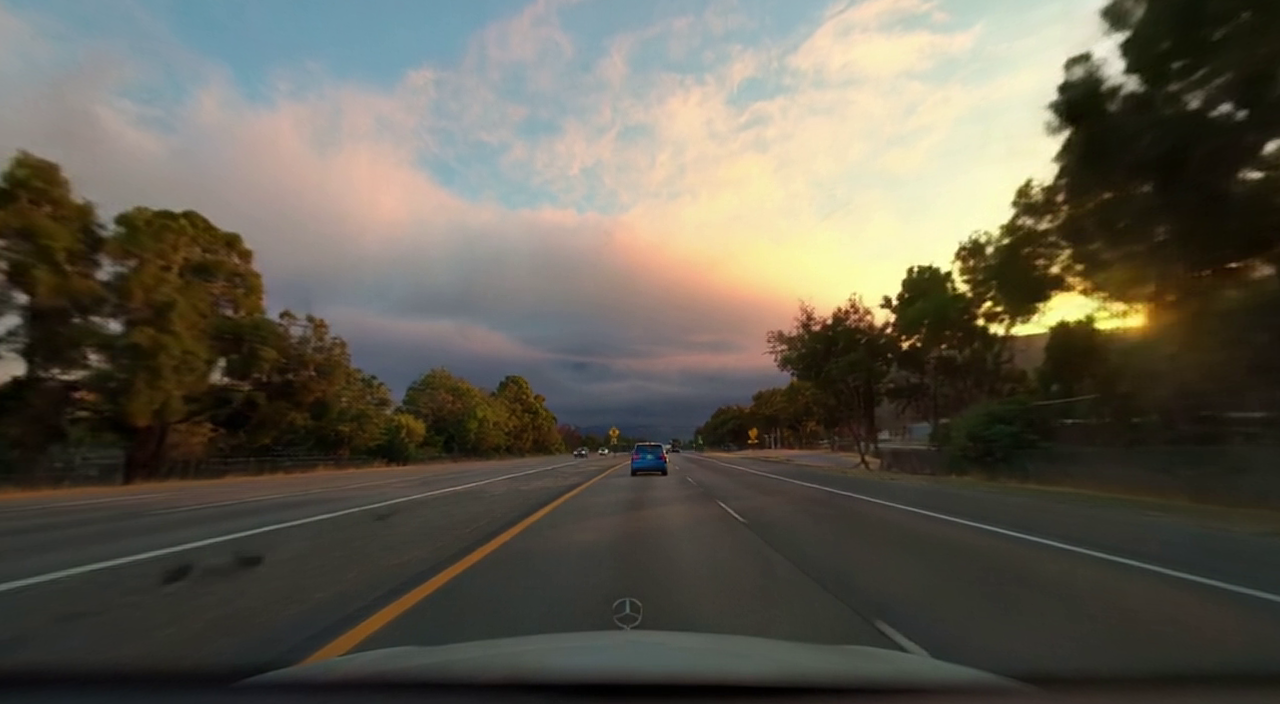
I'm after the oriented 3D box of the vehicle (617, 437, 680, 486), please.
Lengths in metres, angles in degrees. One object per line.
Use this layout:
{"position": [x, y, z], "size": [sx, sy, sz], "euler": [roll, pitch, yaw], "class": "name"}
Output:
{"position": [0.324, 4.128, 23.983], "size": [2.190, 1.706, 4.062], "euler": [0, -9, 1], "class": "vehicle"}
